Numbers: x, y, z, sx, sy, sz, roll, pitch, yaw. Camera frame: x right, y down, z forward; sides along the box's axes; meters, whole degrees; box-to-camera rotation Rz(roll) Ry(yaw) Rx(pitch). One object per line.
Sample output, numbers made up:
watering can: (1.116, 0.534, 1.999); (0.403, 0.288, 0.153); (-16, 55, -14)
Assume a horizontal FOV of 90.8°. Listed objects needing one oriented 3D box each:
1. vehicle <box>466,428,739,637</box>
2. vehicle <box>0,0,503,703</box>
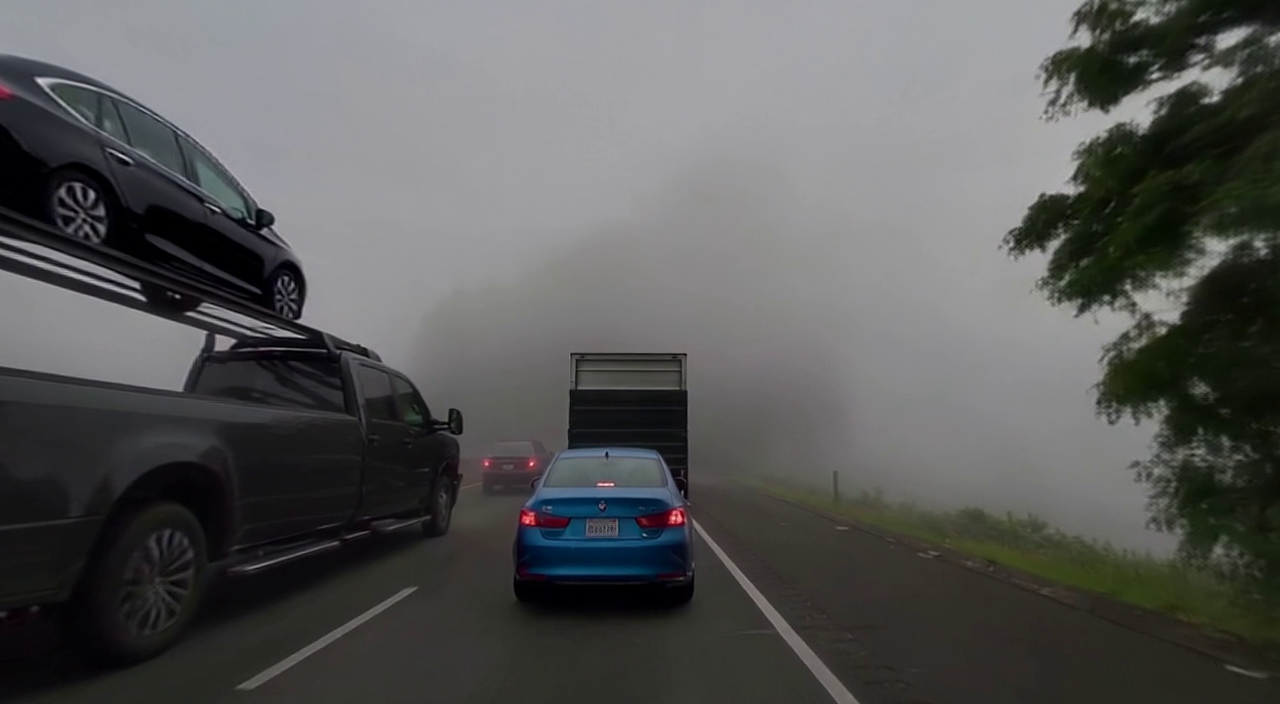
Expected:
vehicle: (-0.290, 1.588, 6.387); (1.991, 1.507, 3.391); (0, -9, -1)
vehicle: (-4.615, 0.427, 7.333); (2.836, 4.059, 14.286); (0, -9, 0)
